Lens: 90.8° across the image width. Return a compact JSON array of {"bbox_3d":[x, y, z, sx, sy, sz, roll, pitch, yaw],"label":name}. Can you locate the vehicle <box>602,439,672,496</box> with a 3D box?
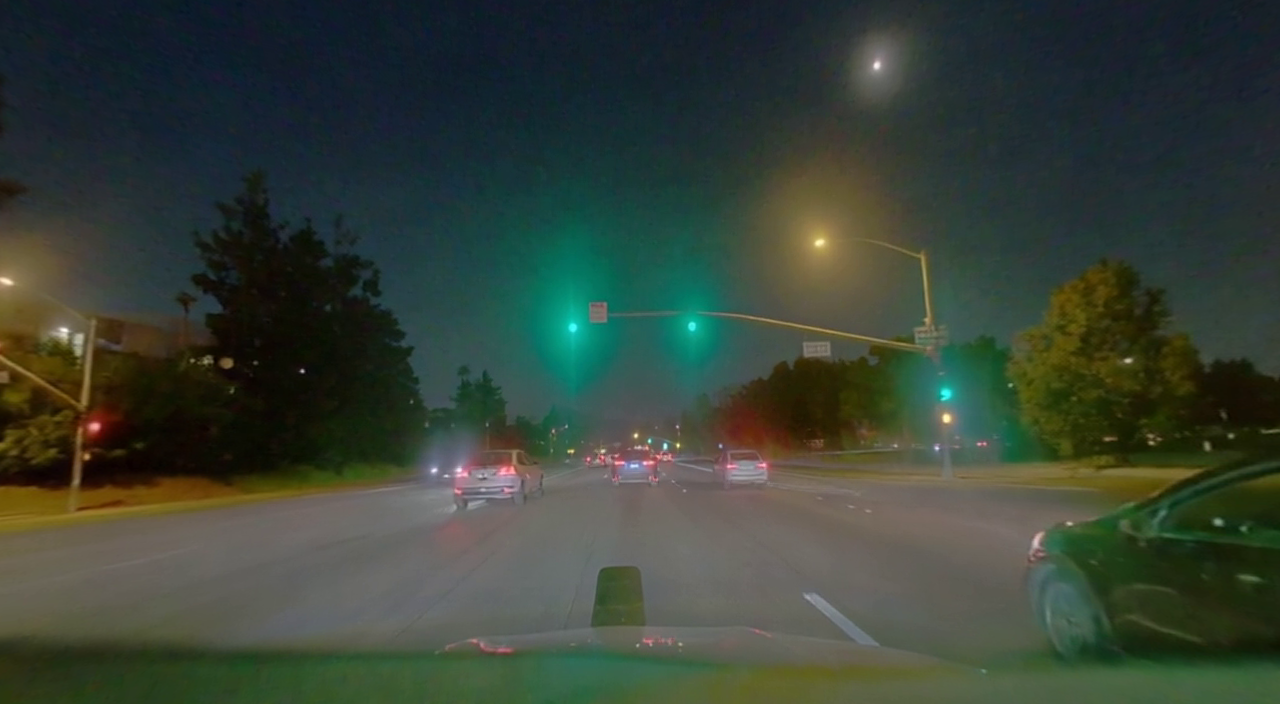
[{"bbox_3d":[-0.088,3.873,21.619,2.150,1.725,4.096,-1,-8,0],"label":"vehicle"}]

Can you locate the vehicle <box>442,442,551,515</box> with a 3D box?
[{"bbox_3d":[-3.528,3.154,16.311,1.823,1.602,4.061,-1,-8,0],"label":"vehicle"}]

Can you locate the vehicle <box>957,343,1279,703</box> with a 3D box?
[{"bbox_3d":[3.283,0.763,2.030,2.069,1.644,4.714,-1,-8,0],"label":"vehicle"}]

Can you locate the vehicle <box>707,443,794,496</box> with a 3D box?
[{"bbox_3d":[3.497,3.794,20.843,2.068,1.541,4.041,0,-8,-1],"label":"vehicle"}]
